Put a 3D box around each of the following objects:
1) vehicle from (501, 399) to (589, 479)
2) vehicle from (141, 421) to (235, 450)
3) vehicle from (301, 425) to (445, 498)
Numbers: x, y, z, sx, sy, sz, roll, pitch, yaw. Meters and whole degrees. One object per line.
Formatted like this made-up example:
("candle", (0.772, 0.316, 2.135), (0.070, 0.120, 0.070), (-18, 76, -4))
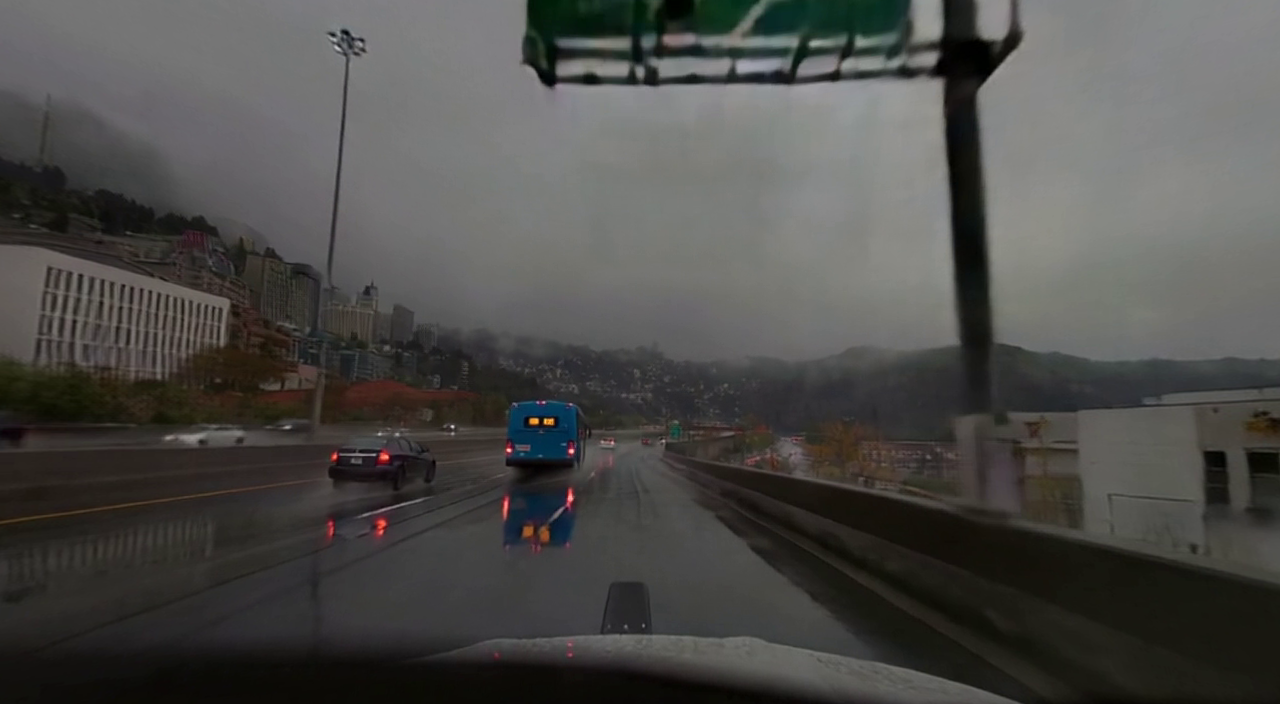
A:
("vehicle", (-3.842, 3.886, 27.499), (2.888, 2.944, 8.373), (0, -9, -2))
("vehicle", (-25.881, 4.854, 36.322), (1.731, 1.496, 4.532), (-1, -9, 6))
("vehicle", (-6.984, 2.904, 17.095), (1.993, 1.690, 4.450), (0, -9, -1))
